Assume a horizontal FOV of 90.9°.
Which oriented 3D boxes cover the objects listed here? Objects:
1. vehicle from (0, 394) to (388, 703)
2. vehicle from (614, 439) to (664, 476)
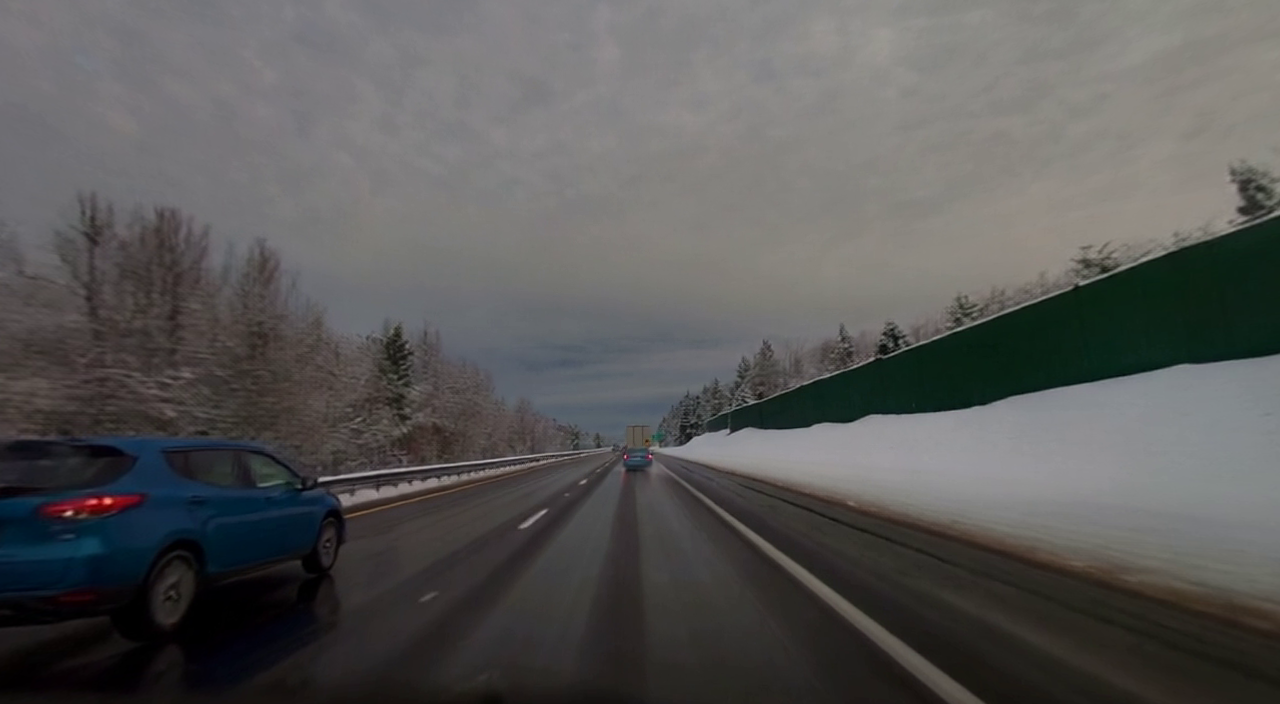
[{"bbox_3d":[-3.864,1.251,4.948,2.054,1.536,4.128,0,-8,0],"label":"vehicle"},{"bbox_3d":[-0.099,4.623,27.888,2.057,1.516,4.065,0,-8,-1],"label":"vehicle"}]
